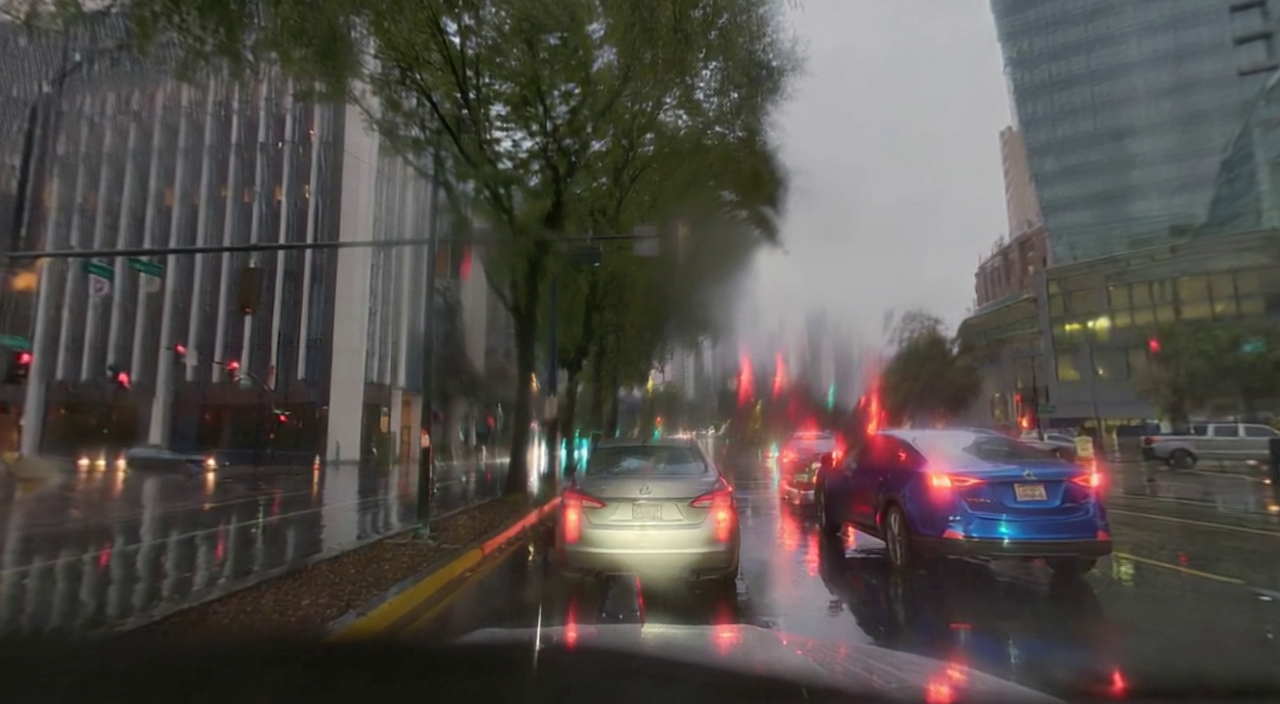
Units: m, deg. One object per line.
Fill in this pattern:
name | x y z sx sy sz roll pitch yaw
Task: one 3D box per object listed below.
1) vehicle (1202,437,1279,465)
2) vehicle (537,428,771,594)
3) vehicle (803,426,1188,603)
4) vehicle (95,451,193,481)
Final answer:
vehicle | 35.206 5.635 36.132 4.190 1.535 1.998 0 -9 -1
vehicle | 0.093 1.734 7.725 2.087 1.468 4.014 0 -9 -1
vehicle | 3.643 1.739 7.735 2.018 1.491 4.544 0 -9 -1
vehicle | -26.665 6.128 34.042 3.657 1.528 1.783 1 -9 -3
